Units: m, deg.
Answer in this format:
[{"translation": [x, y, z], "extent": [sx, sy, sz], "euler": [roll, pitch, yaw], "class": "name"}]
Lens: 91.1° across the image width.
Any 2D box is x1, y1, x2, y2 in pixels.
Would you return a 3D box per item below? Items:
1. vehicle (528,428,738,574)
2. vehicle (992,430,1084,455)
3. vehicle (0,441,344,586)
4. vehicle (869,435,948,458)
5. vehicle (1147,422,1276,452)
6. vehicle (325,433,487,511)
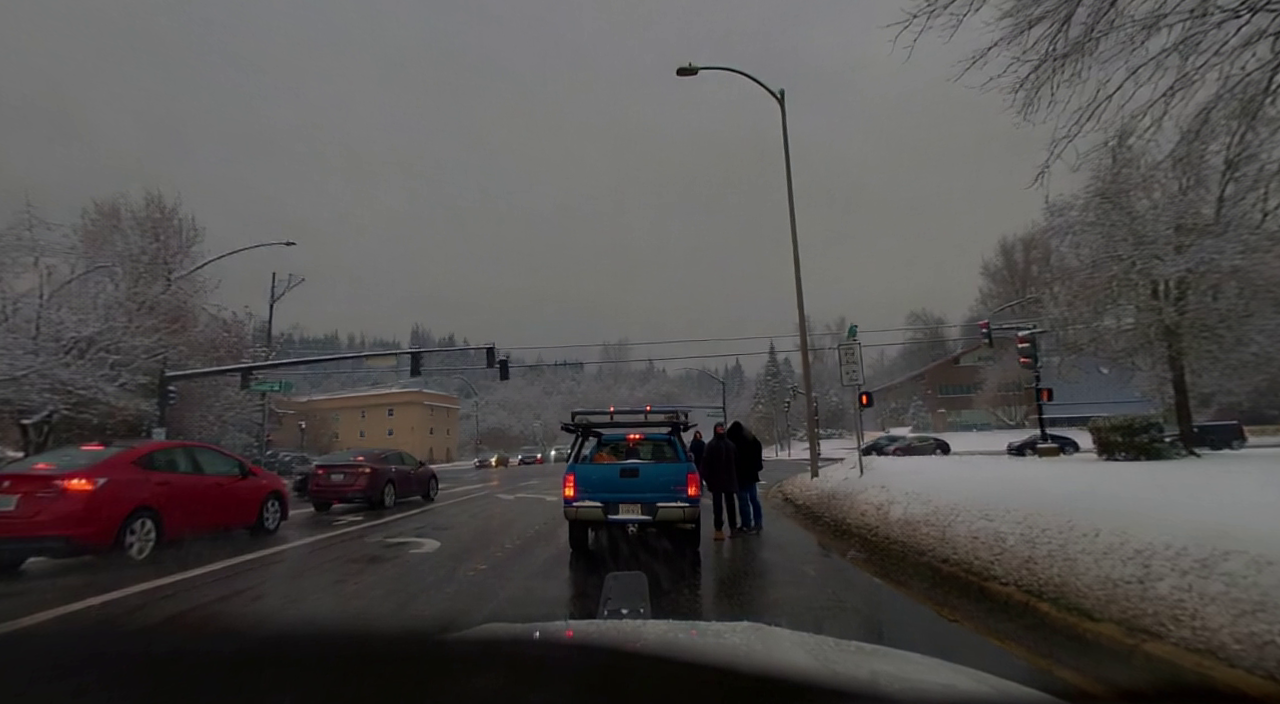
[{"translation": [-0.052, 1.868, 8.675], "extent": [2.182, 1.501, 4.150], "euler": [0, -9, 1], "class": "vehicle"}, {"translation": [23.813, 5.444, 37.743], "extent": [4.454, 1.440, 1.816], "euler": [-5, -10, 30], "class": "vehicle"}, {"translation": [-6.339, 2.070, 8.972], "extent": [1.948, 1.530, 4.283], "euler": [0, -9, 3], "class": "vehicle"}, {"translation": [17.559, 6.206, 41.104], "extent": [4.441, 1.452, 1.798], "euler": [-5, -10, 30], "class": "vehicle"}, {"translation": [30.546, 4.606, 33.788], "extent": [4.739, 1.472, 1.804], "euler": [-5, -10, 30], "class": "vehicle"}, {"translation": [-6.164, 3.218, 17.426], "extent": [2.230, 1.811, 5.183], "euler": [-1, -9, 3], "class": "vehicle"}]
